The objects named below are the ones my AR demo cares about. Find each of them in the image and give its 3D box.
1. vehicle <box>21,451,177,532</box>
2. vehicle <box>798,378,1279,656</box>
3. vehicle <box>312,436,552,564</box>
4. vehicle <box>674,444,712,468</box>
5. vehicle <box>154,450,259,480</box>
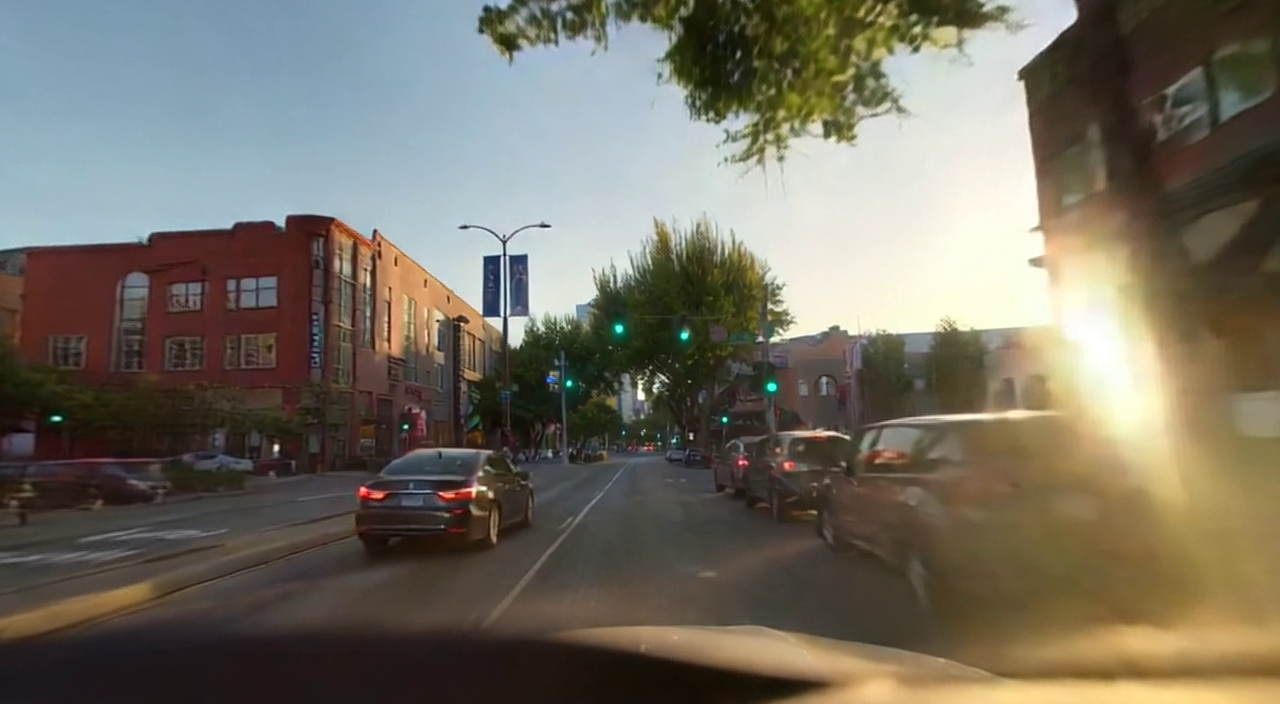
[{"bbox_3d":[-12.378,3.016,14.325,4.522,1.479,2.048,-8,-11,42],"label":"vehicle"},{"bbox_3d":[3.202,1.404,6.492,2.086,1.792,4.608,0,-8,2],"label":"vehicle"},{"bbox_3d":[-2.680,2.009,9.427,2.030,1.436,4.388,0,-8,1],"label":"vehicle"},{"bbox_3d":[3.400,6.800,41.379,1.950,1.462,4.807,0,-8,-1],"label":"vehicle"},{"bbox_3d":[-23.649,6.167,34.472,4.358,1.522,1.970,0,-8,4],"label":"vehicle"}]
